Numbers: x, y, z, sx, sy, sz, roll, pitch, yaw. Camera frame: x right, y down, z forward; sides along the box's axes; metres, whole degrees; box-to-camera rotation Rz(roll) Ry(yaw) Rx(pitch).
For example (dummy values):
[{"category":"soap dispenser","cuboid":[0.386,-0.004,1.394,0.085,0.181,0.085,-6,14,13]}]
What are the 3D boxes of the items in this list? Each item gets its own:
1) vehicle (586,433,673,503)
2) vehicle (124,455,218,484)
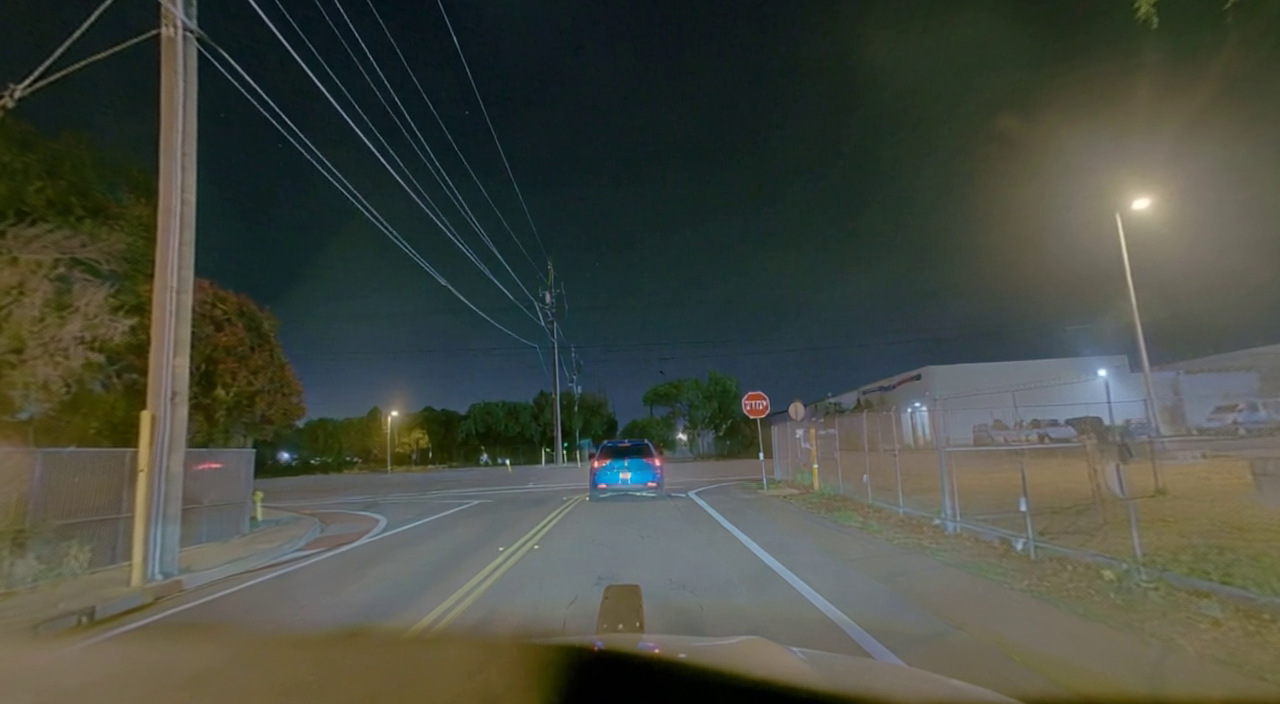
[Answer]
[{"category":"vehicle","cuboid":[-0.353,3.185,17.743,2.137,1.698,4.166,0,-8,-3]},{"category":"vehicle","cuboid":[-30.527,7.634,41.228,4.415,1.753,2.029,0,-8,0]}]
